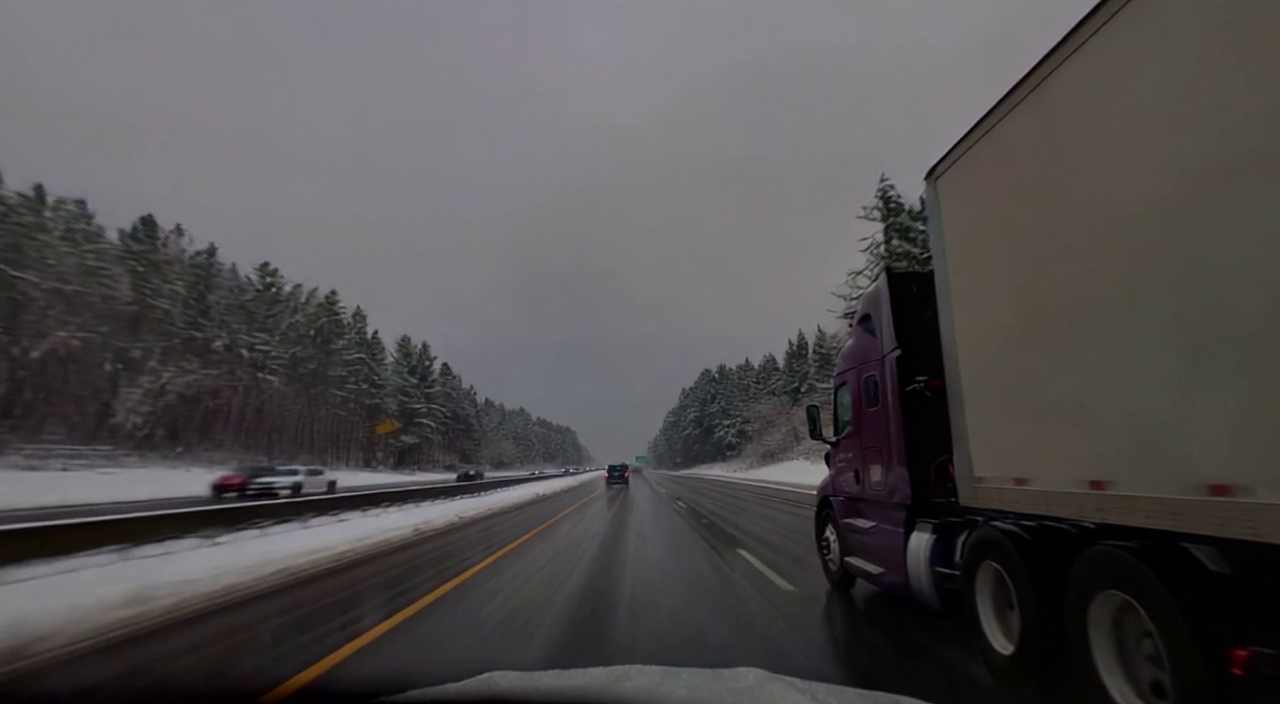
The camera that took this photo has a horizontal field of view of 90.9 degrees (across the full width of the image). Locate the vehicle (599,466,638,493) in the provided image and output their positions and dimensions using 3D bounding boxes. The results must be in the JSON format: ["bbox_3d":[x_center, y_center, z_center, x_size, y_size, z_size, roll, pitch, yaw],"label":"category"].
[{"bbox_3d":[-1.141,7.009,34.738,2.032,1.407,3.641,1,-11,-1],"label":"vehicle"}]

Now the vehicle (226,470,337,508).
[{"bbox_3d":[-15.399,5.904,27.436,1.913,1.435,5.140,1,-11,-2],"label":"vehicle"}]

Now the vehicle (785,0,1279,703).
[{"bbox_3d":[3.588,0.048,3.988,3.019,4.226,9.221,1,-11,0],"label":"vehicle"}]
